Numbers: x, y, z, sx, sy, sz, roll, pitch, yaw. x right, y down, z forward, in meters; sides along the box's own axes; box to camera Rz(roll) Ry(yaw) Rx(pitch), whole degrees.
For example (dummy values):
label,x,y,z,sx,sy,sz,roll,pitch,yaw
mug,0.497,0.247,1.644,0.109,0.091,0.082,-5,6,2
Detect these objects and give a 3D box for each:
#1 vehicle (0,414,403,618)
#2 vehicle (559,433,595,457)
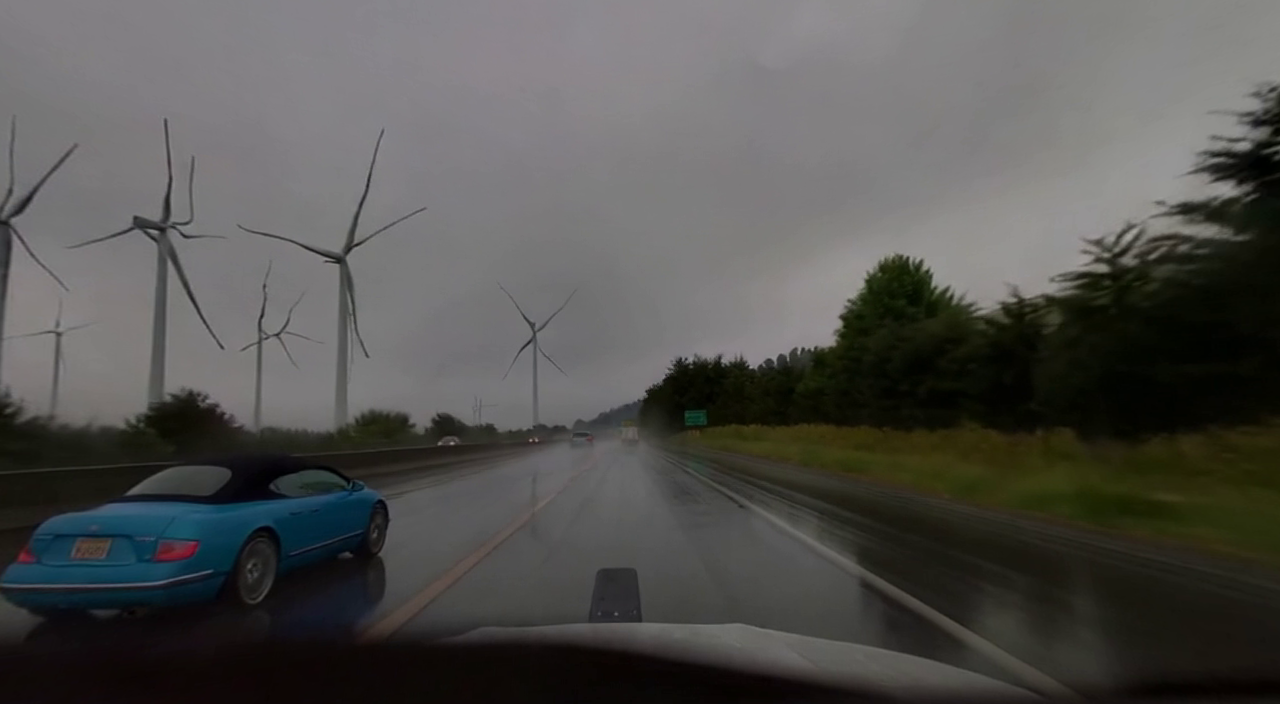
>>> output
label,x,y,z,sx,sy,sz,roll,pitch,yaw
vehicle,-4.249,1.436,6.559,1.969,1.413,4.194,0,-8,-1
vehicle,-4.059,6.040,40.925,2.024,1.456,3.754,0,-8,-1
